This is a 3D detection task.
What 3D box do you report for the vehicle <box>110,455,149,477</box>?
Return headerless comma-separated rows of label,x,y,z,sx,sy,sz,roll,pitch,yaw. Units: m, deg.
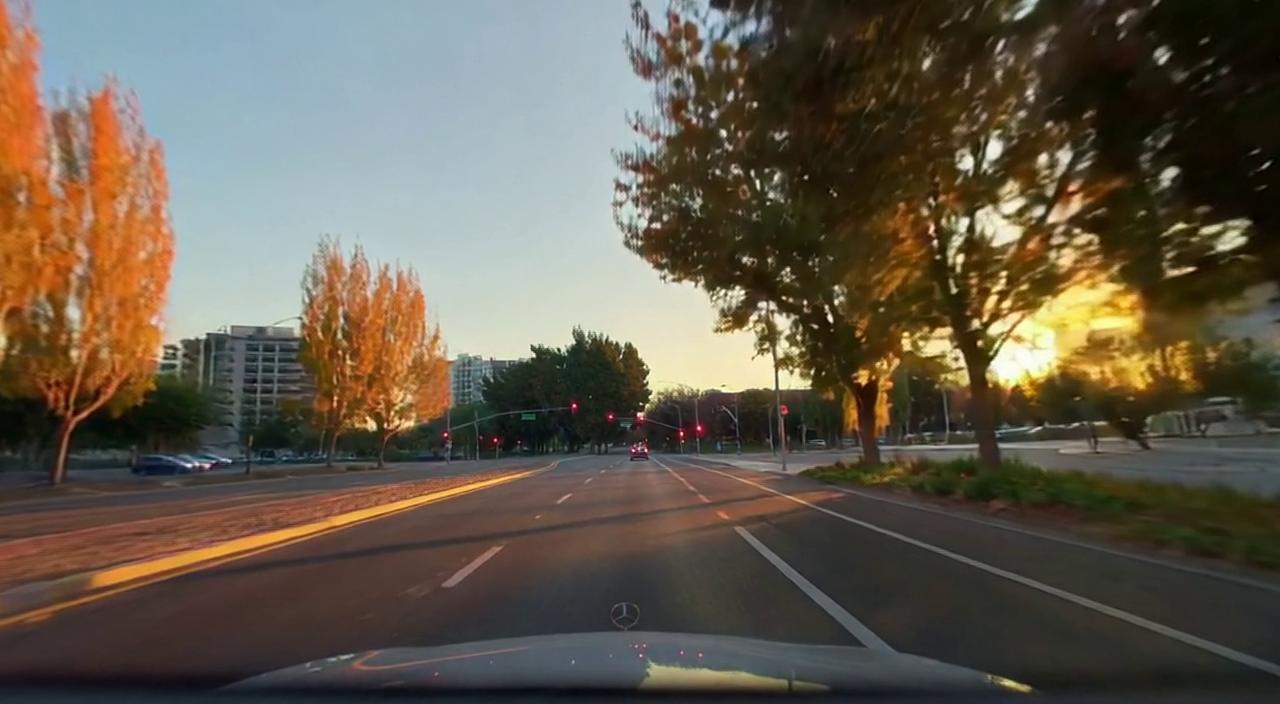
vehicle,-38.837,8.612,48.024,3.778,1.445,1.746,-6,-11,44
